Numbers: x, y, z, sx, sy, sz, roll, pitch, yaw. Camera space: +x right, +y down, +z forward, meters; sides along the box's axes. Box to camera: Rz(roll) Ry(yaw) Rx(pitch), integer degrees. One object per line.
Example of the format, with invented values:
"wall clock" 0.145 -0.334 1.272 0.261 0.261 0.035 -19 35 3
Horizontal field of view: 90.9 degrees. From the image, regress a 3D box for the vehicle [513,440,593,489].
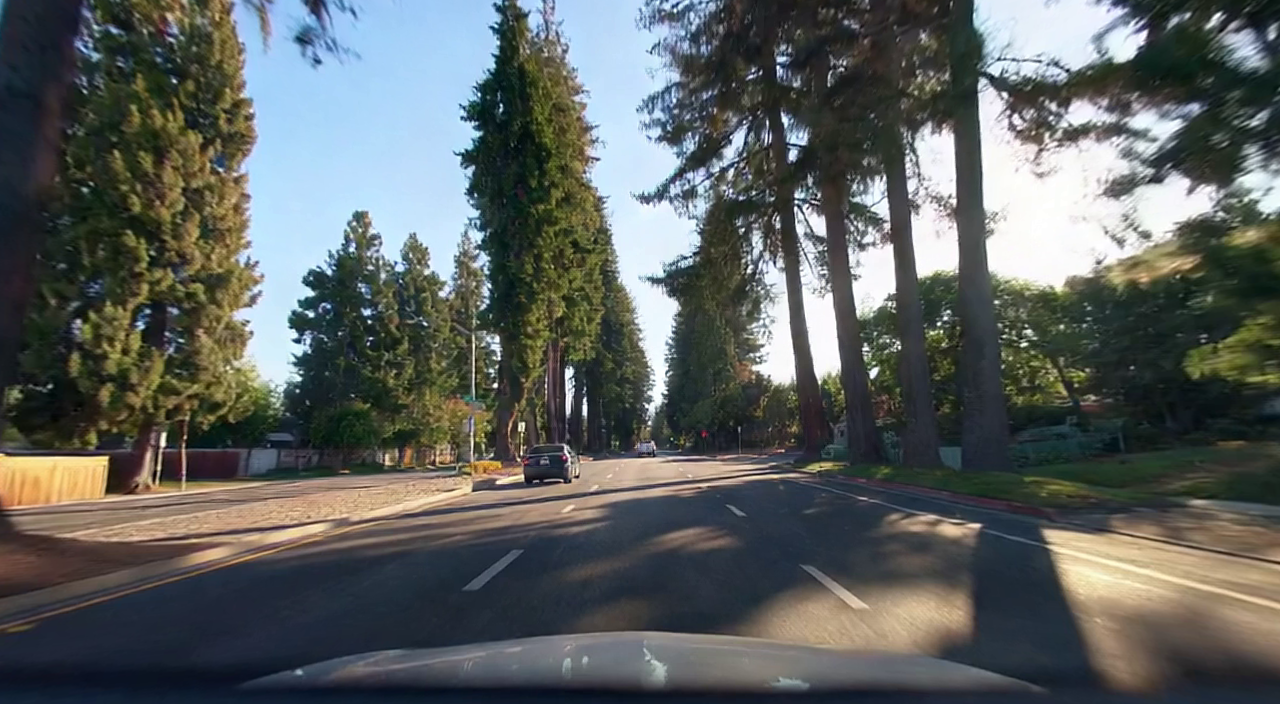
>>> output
"vehicle" -2.802 3.744 21.329 2.021 1.466 4.330 0 -9 1
